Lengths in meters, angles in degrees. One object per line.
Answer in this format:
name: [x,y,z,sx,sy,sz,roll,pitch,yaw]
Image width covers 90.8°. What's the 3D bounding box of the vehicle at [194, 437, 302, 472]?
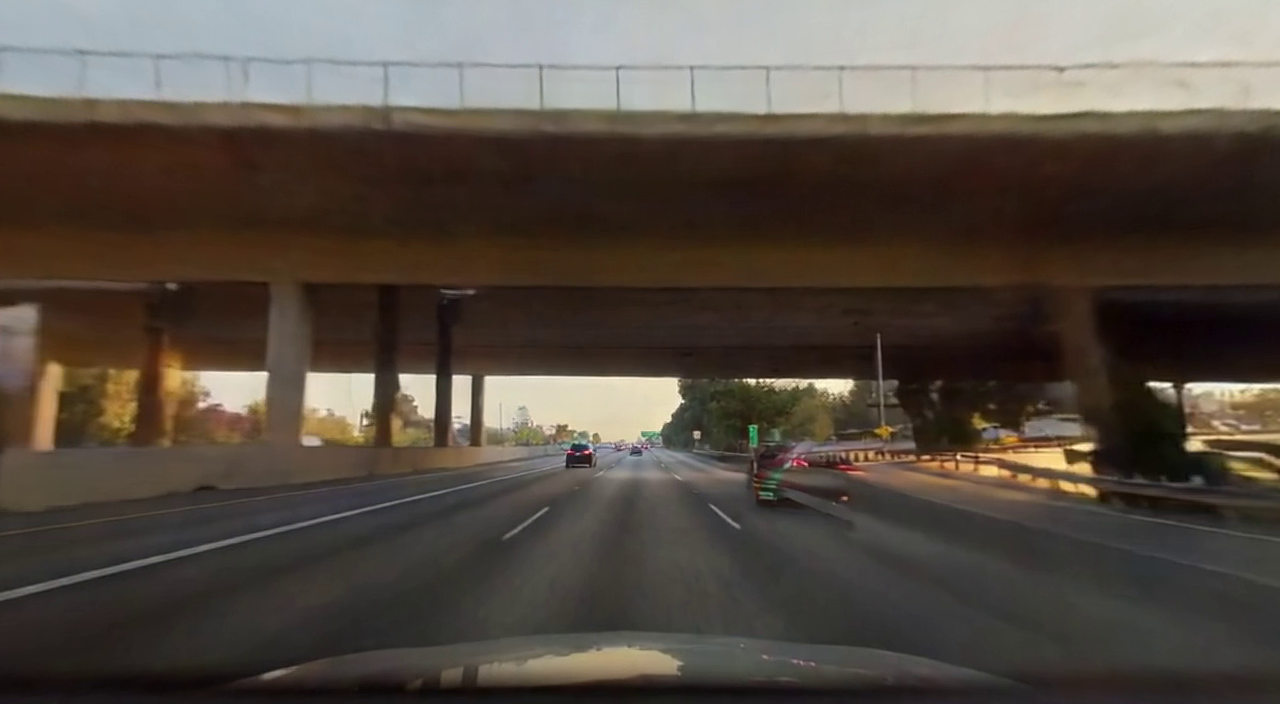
vehicle: [-21.215,5.582,34.593,2.128,1.757,5.776,0,-8,1]
